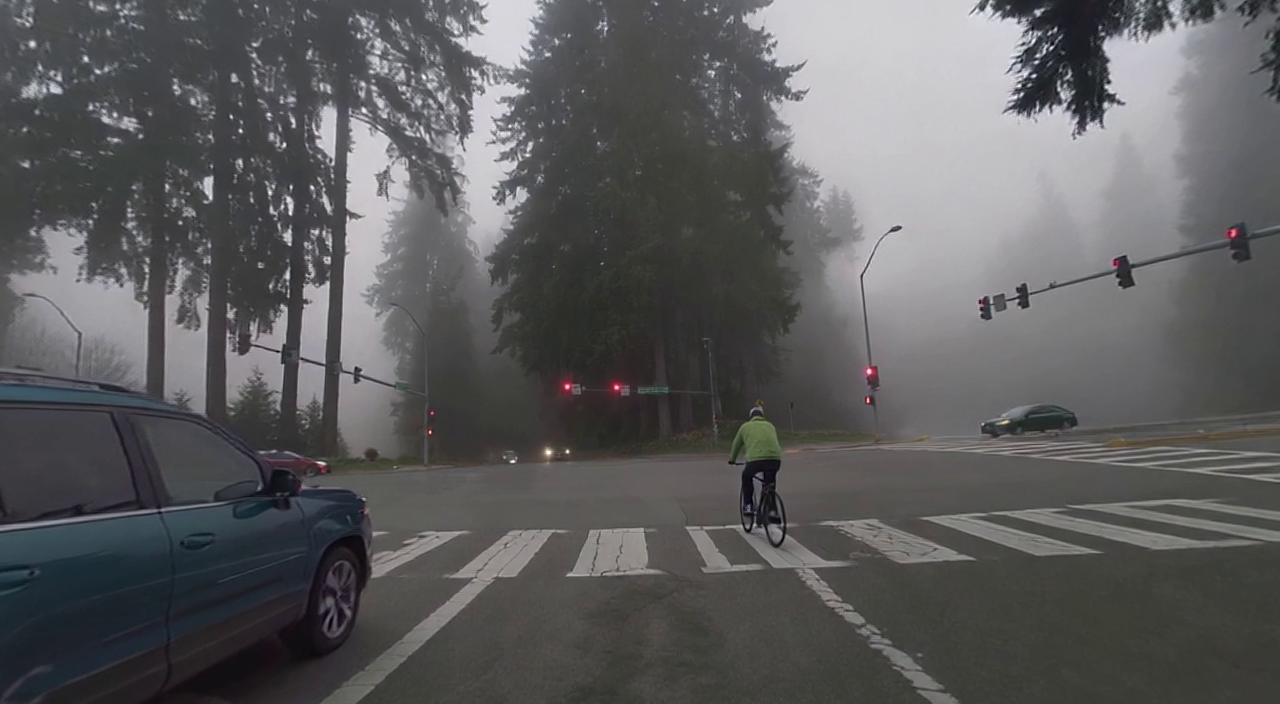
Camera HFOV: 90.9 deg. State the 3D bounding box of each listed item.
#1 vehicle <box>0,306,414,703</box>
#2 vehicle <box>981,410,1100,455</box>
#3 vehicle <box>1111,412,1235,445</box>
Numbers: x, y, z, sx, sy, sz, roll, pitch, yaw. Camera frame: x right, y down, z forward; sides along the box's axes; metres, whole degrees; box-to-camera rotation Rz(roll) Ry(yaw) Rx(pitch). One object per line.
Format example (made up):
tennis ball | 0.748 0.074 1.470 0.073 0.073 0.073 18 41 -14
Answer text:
vehicle | -2.951 0.907 2.976 2.049 1.756 4.602 0 -8 0
vehicle | 18.579 3.754 29.362 4.237 1.948 1.997 0 -9 -9
vehicle | 25.740 3.749 30.476 4.716 1.507 1.904 2 -9 -11
